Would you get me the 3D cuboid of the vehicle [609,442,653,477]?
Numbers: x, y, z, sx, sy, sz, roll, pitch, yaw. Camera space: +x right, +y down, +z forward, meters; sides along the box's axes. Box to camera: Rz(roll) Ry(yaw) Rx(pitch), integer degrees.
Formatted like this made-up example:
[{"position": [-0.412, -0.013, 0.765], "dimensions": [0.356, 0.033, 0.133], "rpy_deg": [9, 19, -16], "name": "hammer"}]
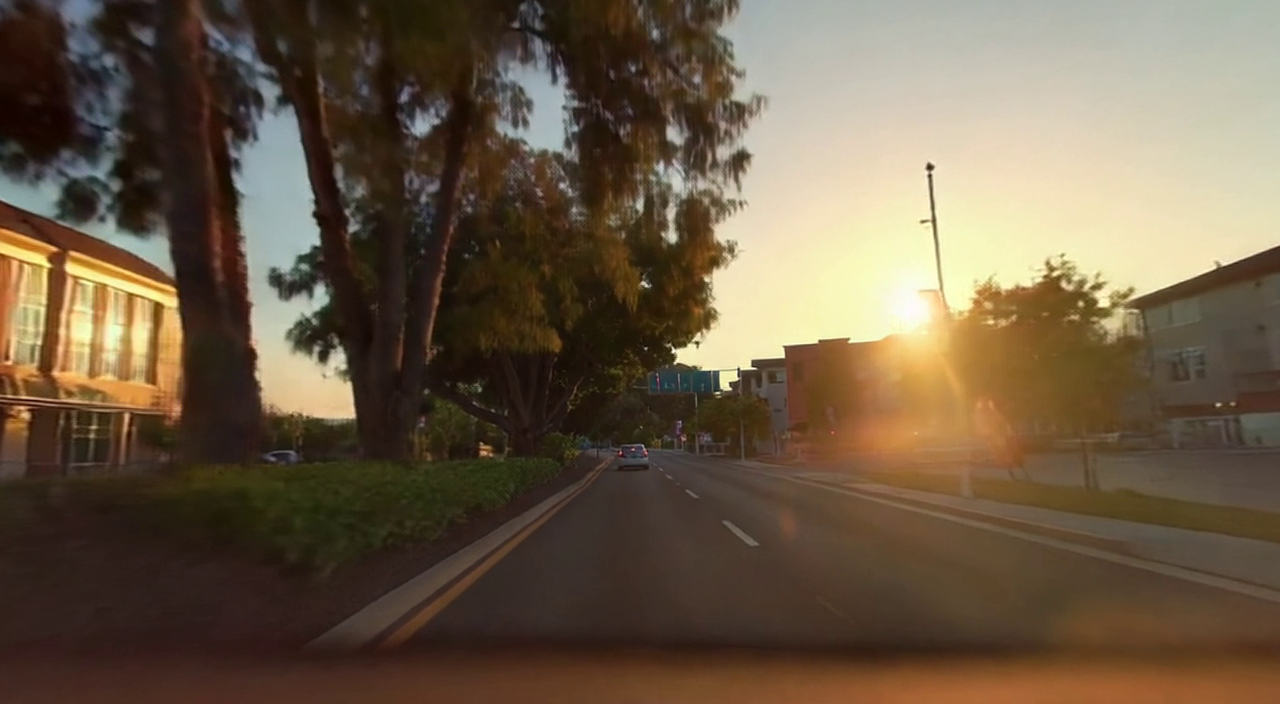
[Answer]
[{"position": [-0.438, 5.833, 34.282], "dimensions": [2.235, 1.719, 4.292], "rpy_deg": [2, -9, 1], "name": "vehicle"}]
